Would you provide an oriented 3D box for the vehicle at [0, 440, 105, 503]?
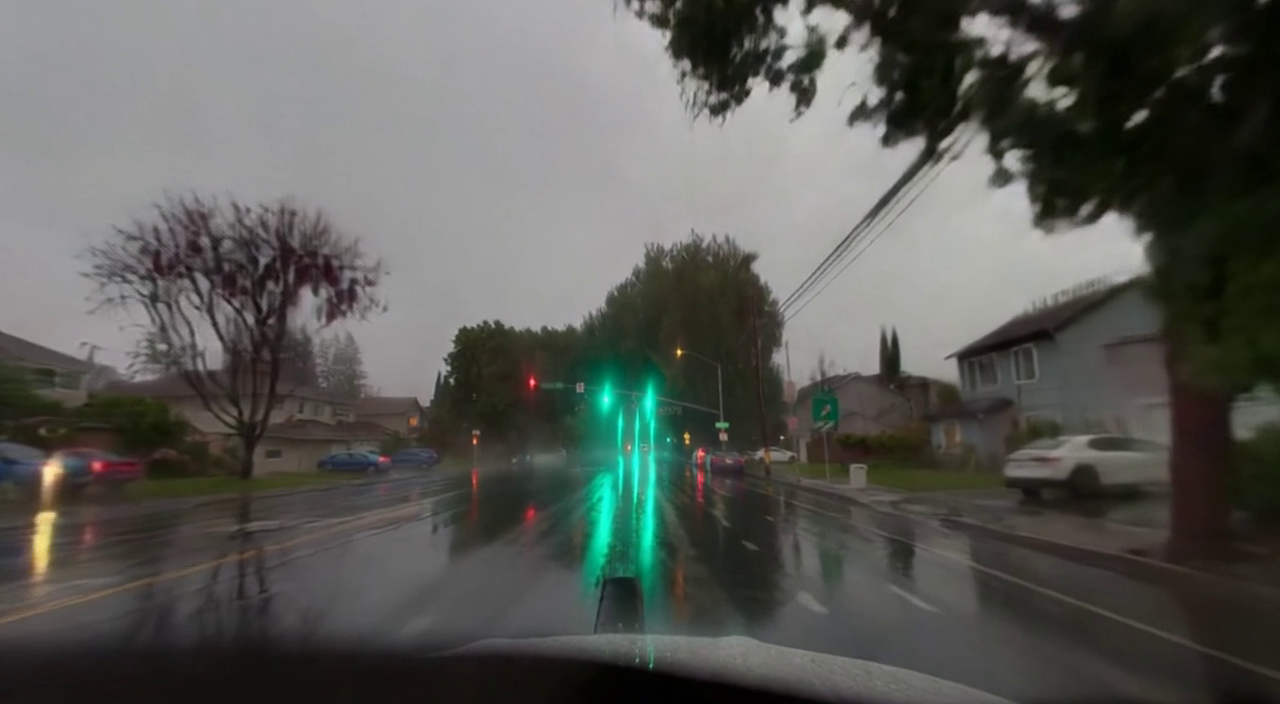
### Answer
[{"bbox_3d":[-18.400,3.350,17.955,4.328,1.674,1.931,1,-9,-3],"label":"vehicle"}]

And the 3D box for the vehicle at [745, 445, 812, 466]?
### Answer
[{"bbox_3d":[10.906,8.190,49.800,4.875,1.609,1.954,0,-9,1],"label":"vehicle"}]

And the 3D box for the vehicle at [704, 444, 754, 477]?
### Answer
[{"bbox_3d":[5.176,6.331,37.074,2.164,1.729,4.488,2,-9,-2],"label":"vehicle"}]

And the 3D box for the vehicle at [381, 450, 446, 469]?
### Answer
[{"bbox_3d":[-17.725,8.423,49.380,4.349,1.457,1.997,1,-8,-2],"label":"vehicle"}]

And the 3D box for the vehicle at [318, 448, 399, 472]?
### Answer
[{"bbox_3d":[-18.285,7.030,40.955,4.355,1.482,1.794,0,-9,0],"label":"vehicle"}]

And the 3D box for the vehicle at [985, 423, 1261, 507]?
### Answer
[{"bbox_3d":[11.387,2.693,15.143,4.880,1.842,2.069,0,-9,-1],"label":"vehicle"}]
